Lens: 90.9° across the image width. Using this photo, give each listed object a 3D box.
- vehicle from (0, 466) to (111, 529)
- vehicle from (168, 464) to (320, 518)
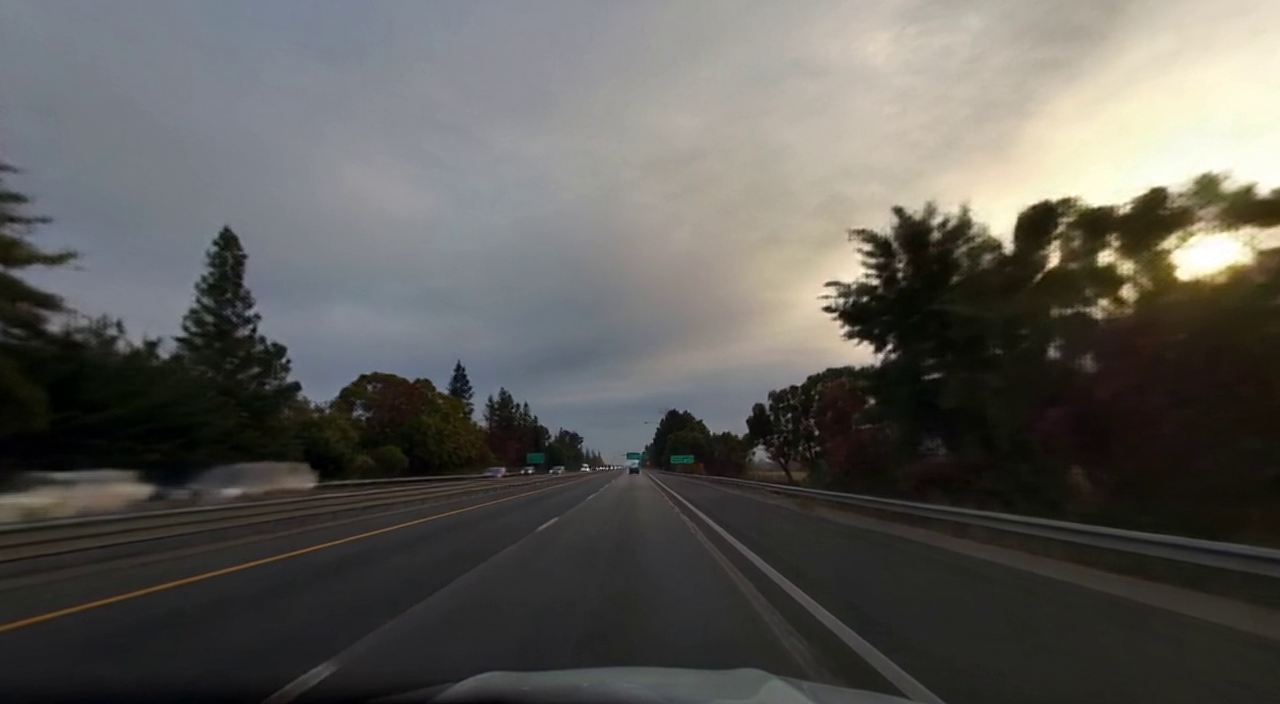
[{"bbox_3d":[-16.714,3.765,16.535,1.867,1.516,4.304,1,-11,0],"label":"vehicle"},{"bbox_3d":[-12.301,4.339,20.010,1.948,1.489,4.433,1,-11,0],"label":"vehicle"}]
